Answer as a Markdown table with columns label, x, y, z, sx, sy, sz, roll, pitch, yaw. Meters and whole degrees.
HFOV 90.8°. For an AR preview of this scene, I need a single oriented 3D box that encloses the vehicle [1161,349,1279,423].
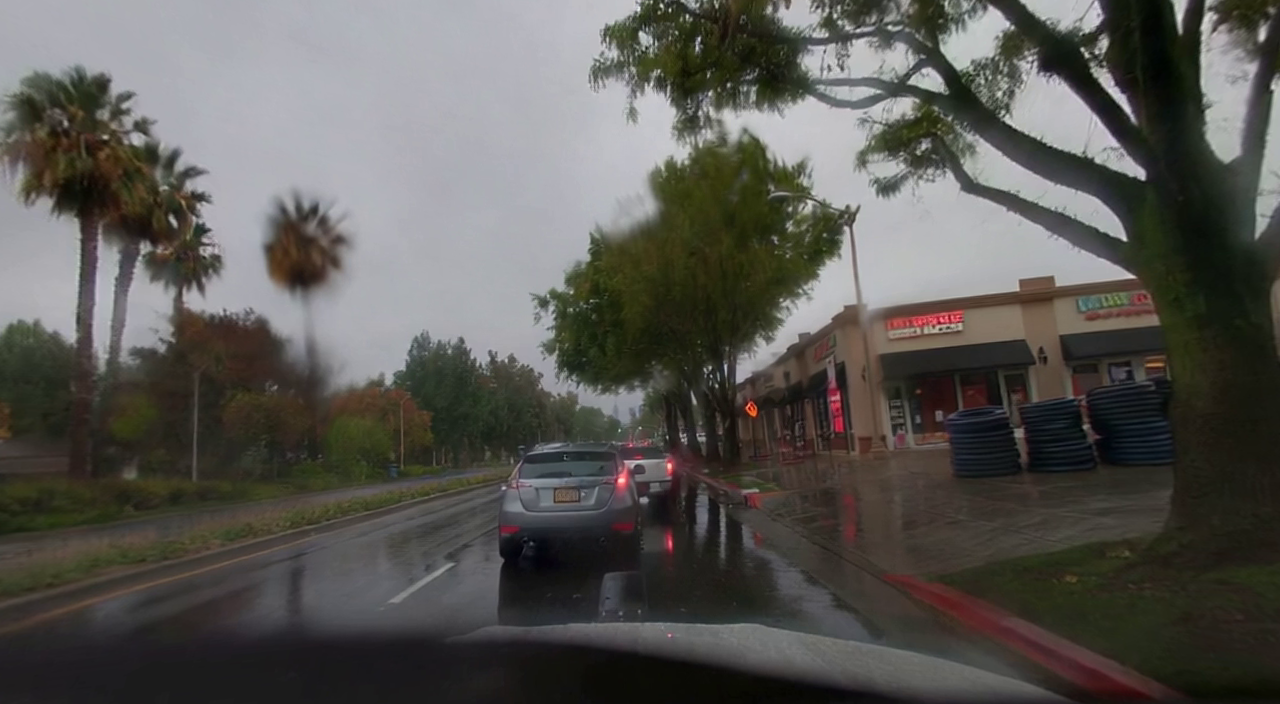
| label | x | y | z | sx | sy | sz | roll | pitch | yaw |
| --- | --- | --- | --- | --- | --- | --- | --- | --- | --- |
| vehicle | 16.532 | 1.026 | 17.124 | 1.810 | 1.669 | 3.883 | -1 | -9 | 7 |

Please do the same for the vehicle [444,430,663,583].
| label | x | y | z | sx | sy | sz | roll | pitch | yaw |
| --- | --- | --- | --- | --- | --- | --- | --- | --- | --- |
| vehicle | -0.917 | 1.846 | 8.393 | 2.169 | 1.495 | 4.048 | 0 | -8 | -2 |
